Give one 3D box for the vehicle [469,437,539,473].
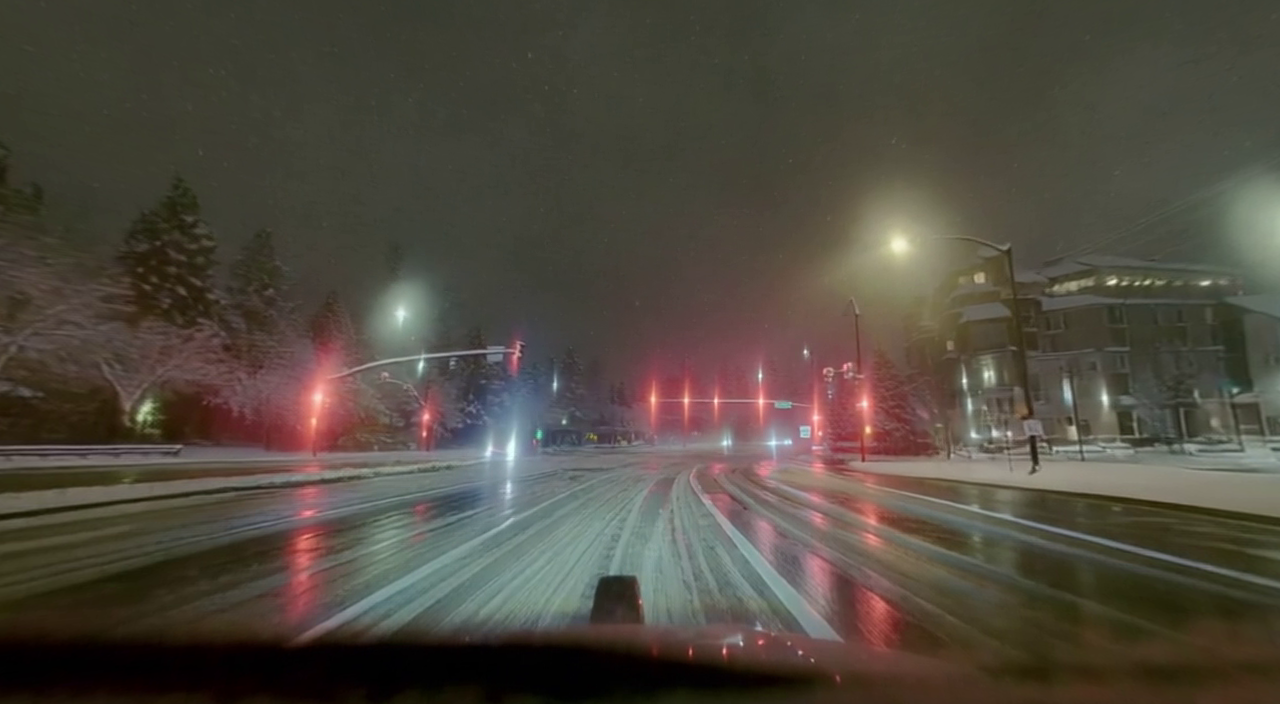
[{"bbox_3d":[-6.150,4.712,29.147,1.893,1.503,4.309,-1,-8,6],"label":"vehicle"}]
